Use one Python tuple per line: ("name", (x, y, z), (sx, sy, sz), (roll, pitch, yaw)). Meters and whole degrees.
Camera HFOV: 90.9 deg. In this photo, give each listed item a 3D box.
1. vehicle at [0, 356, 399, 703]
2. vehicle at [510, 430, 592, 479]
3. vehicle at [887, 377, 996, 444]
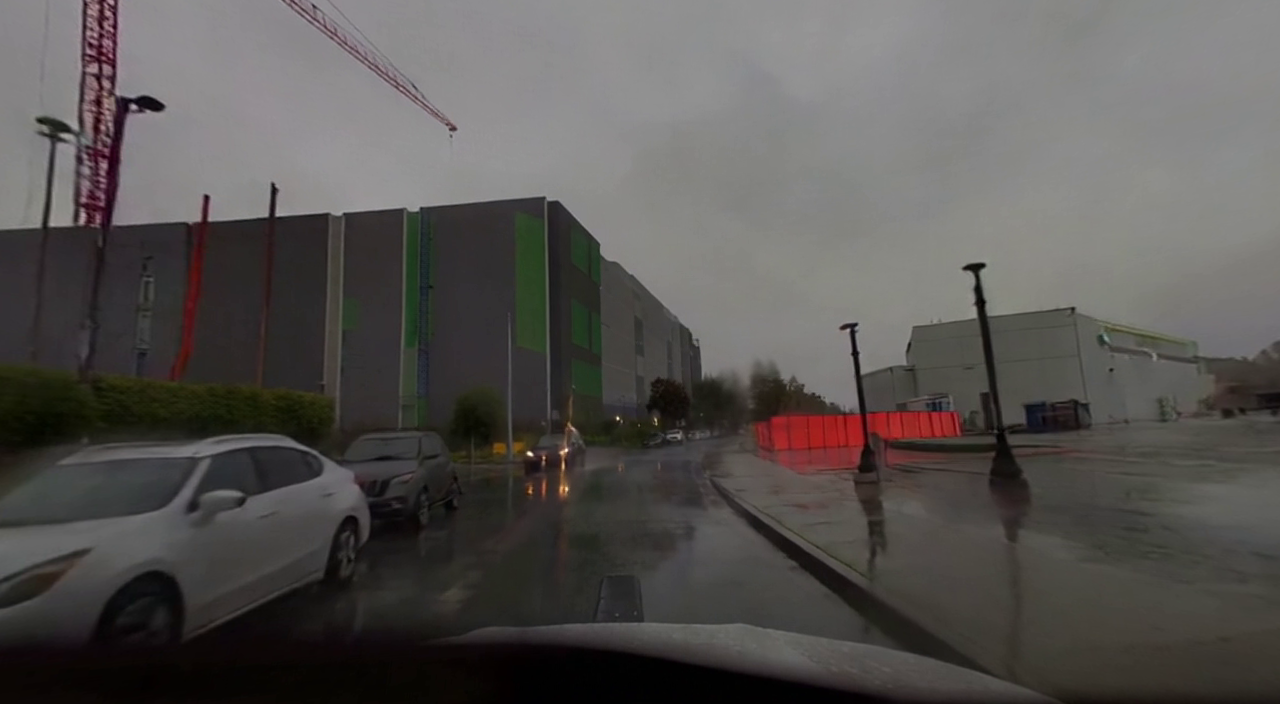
("vehicle", (-3.520, 1.132, 4.522), (2.026, 1.699, 4.224), (0, -8, -2))
("vehicle", (-3.213, 3.789, 23.624), (1.967, 1.646, 4.192), (-1, -8, 8))
("vehicle", (19.291, 4.014, 41.269), (3.031, 3.863, 9.734), (-1, -8, 5))
